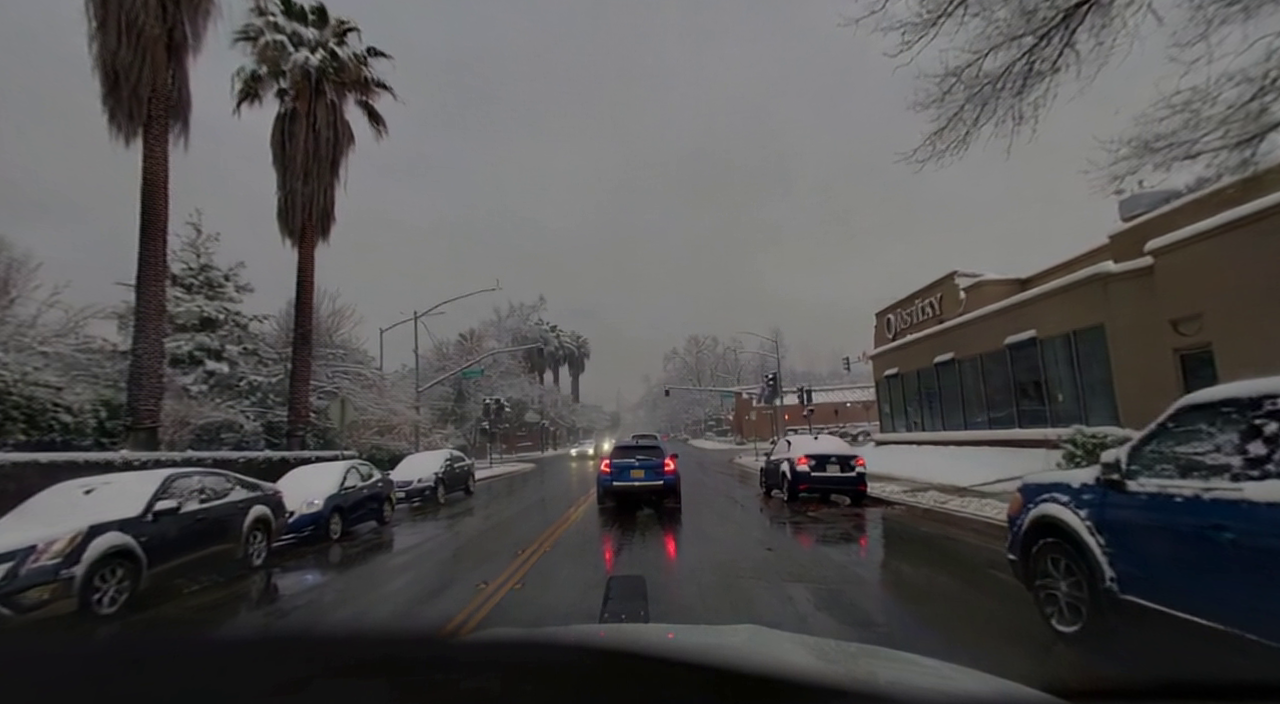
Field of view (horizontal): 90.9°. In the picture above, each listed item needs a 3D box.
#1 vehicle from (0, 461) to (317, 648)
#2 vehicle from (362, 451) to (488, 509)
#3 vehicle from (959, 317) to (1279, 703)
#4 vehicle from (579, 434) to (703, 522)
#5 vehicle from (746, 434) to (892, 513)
[{"bbox_3d":[-6.138,2.166,7.810,1.850,1.482,4.454,0,-8,1],"label":"vehicle"},{"bbox_3d":[-6.317,3.804,19.243,2.105,1.469,4.693,0,-8,2],"label":"vehicle"},{"bbox_3d":[3.622,0.753,2.503,2.099,1.786,5.198,0,-8,2],"label":"vehicle"},{"bbox_3d":[-0.005,2.410,12.647,2.060,1.452,4.078,0,-8,0],"label":"vehicle"},{"bbox_3d":[3.604,2.518,13.637,1.821,1.417,4.454,0,-8,0],"label":"vehicle"}]
